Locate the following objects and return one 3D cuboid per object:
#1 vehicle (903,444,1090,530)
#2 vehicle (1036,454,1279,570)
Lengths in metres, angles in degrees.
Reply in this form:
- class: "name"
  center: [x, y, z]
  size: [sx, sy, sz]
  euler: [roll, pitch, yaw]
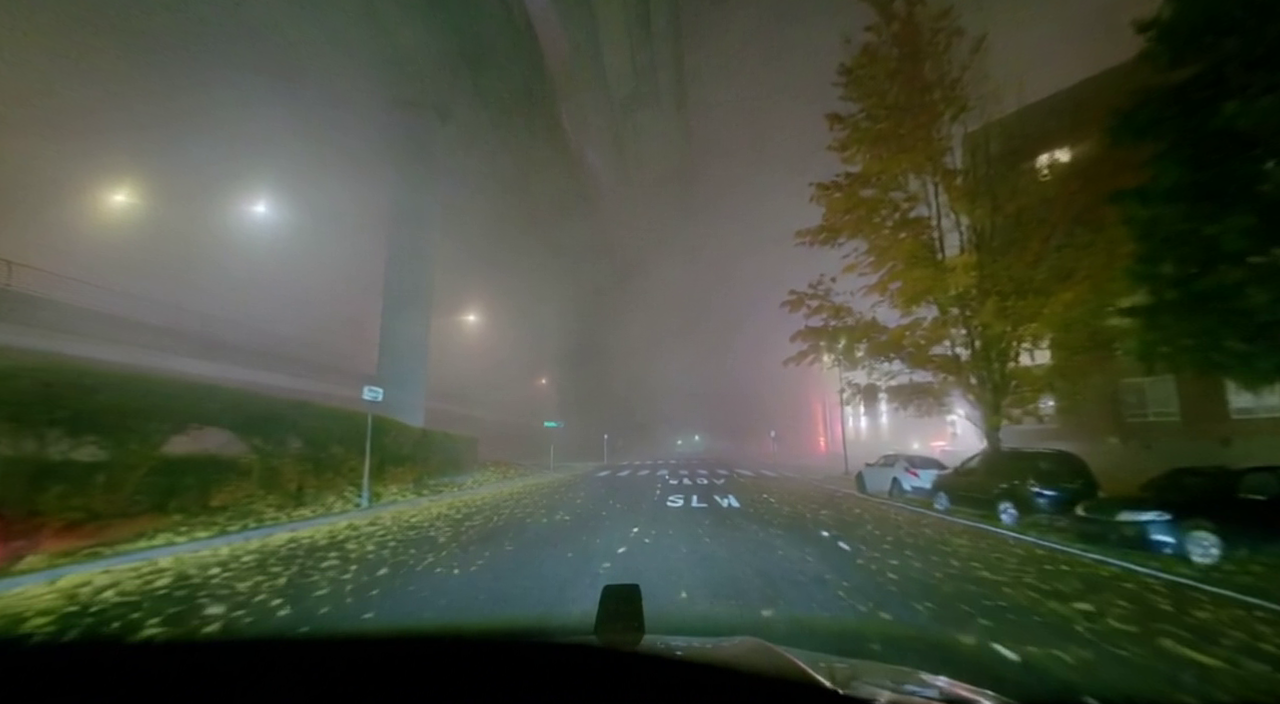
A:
- class: "vehicle"
  center: [7.919, 2.979, 14.610]
  size: [1.954, 1.657, 4.522]
  euler: [-1, -9, 4]
- class: "vehicle"
  center: [9.285, 2.382, 9.772]
  size: [4.775, 1.542, 2.145]
  euler: [0, -9, 3]
